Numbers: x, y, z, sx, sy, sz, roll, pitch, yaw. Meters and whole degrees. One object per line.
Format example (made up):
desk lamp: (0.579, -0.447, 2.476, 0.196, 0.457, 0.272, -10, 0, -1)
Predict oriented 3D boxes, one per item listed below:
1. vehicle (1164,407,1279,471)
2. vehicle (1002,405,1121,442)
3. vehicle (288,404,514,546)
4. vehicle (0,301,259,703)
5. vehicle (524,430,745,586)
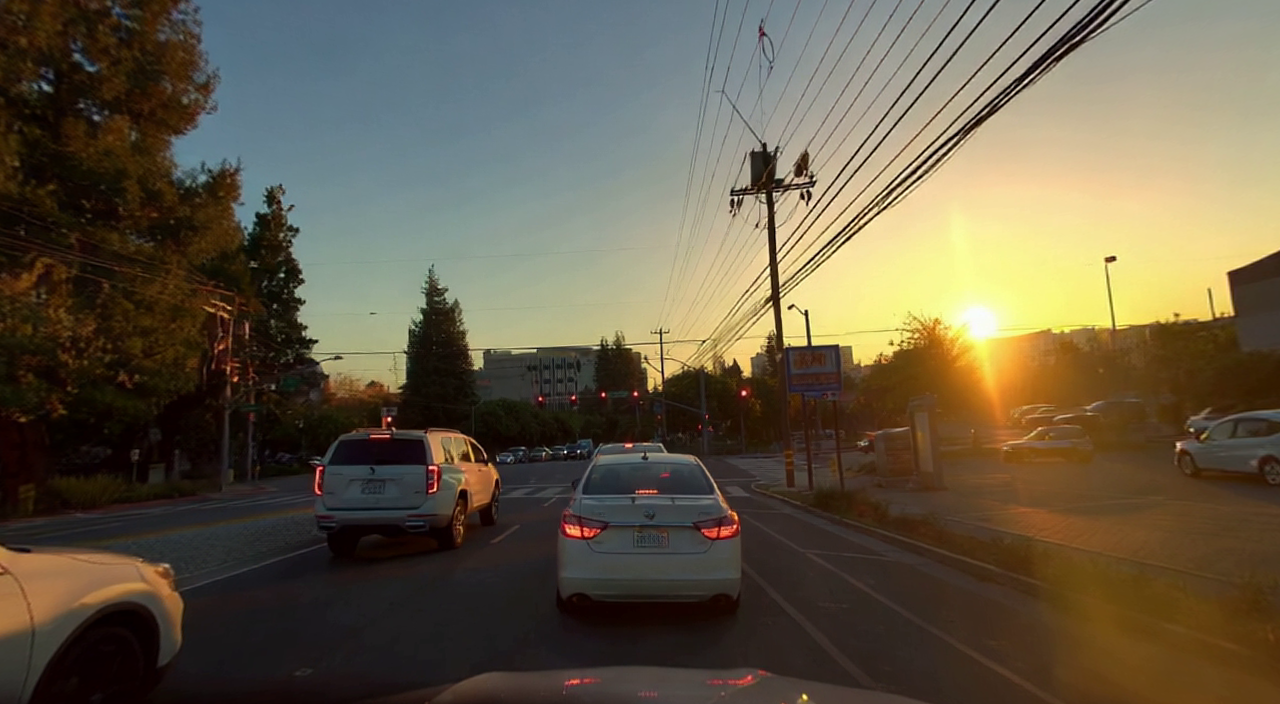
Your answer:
vehicle: (17.018, 2.540, 18.260, 1.858, 1.622, 4.491, -5, -10, 28)
vehicle: (26.892, 4.627, 40.496, 5.782, 2.286, 2.223, -1, -9, 5)
vehicle: (-3.846, 2.088, 11.370, 2.147, 1.963, 4.927, 0, -8, 0)
vehicle: (-3.593, 0.635, 1.525, 2.085, 1.943, 5.053, 0, -8, 1)
vehicle: (-0.103, 1.802, 8.142, 2.121, 1.474, 3.968, 0, -8, -2)
